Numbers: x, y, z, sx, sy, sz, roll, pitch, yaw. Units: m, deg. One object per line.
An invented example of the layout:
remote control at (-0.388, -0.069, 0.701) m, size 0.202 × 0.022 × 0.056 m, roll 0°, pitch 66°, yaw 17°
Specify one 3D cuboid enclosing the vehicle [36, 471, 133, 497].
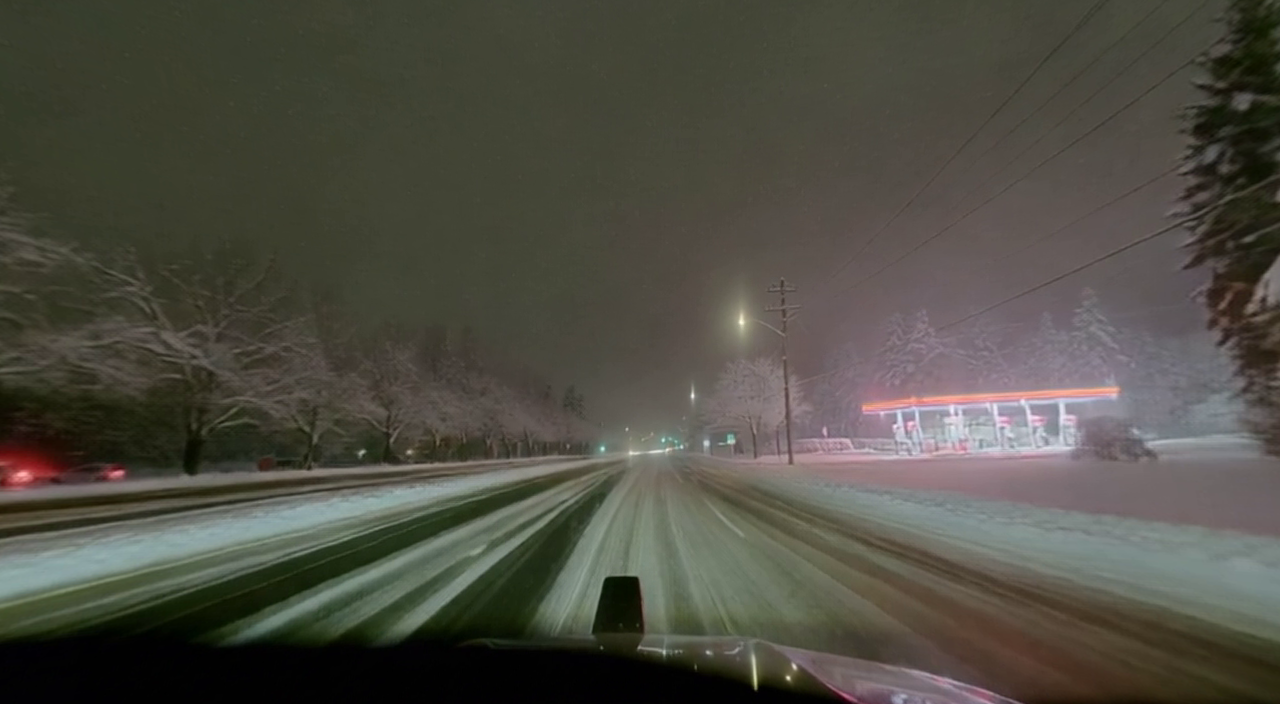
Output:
vehicle at (-37.345, 8.889, 42.630) m, size 1.964 × 1.445 × 4.518 m, roll -3°, pitch -9°, yaw 13°
